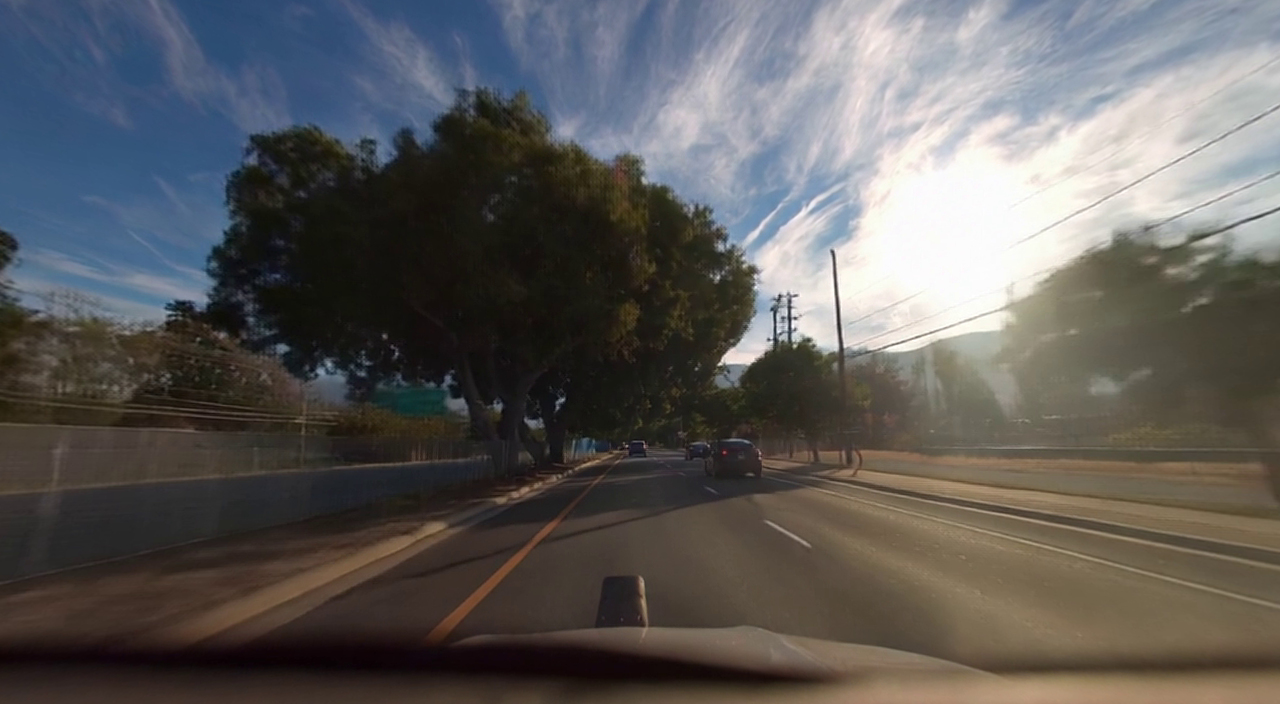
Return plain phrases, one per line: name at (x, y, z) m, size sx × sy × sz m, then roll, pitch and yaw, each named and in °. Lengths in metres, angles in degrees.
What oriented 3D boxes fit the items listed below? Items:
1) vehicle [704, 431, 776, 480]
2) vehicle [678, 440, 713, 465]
vehicle at (4.024, 4.280, 26.317) m, size 2.112 × 1.825 × 4.574 m, roll 0°, pitch -8°, yaw -2°
vehicle at (3.794, 6.975, 43.870) m, size 2.012 × 1.653 × 4.115 m, roll 0°, pitch -8°, yaw -1°
